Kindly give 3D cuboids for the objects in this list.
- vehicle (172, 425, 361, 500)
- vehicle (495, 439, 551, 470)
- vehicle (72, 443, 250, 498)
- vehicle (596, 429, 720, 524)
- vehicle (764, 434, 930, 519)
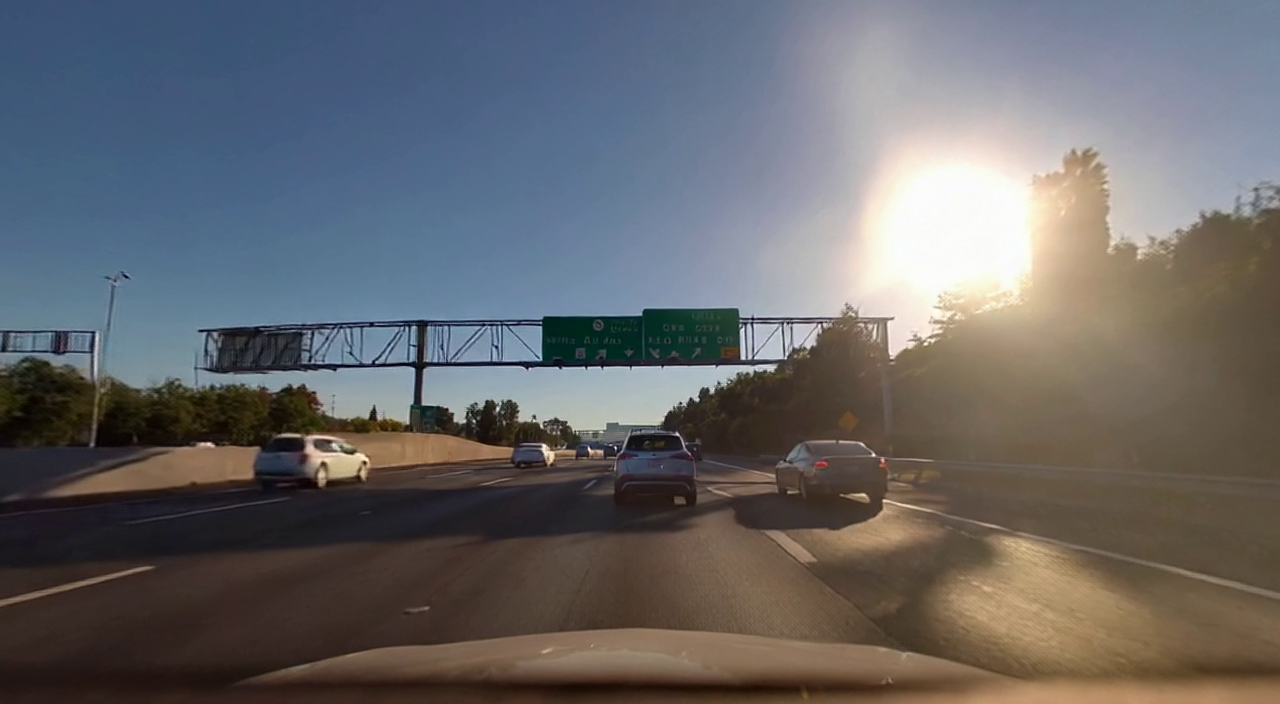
[{"bbox_3d":[-10.307,3.102,18.027,2.213,1.824,4.990,0,-9,2],"label":"vehicle"},{"bbox_3d":[-6.512,5.767,35.562,2.127,1.644,4.631,0,-9,1],"label":"vehicle"},{"bbox_3d":[-14.377,3.551,19.313,1.961,1.483,4.353,0,-9,1],"label":"vehicle"},{"bbox_3d":[0.302,2.352,12.361,2.044,1.554,3.824,0,-9,0],"label":"vehicle"},{"bbox_3d":[4.185,2.597,13.706,2.002,1.499,4.710,0,-9,0],"label":"vehicle"}]
